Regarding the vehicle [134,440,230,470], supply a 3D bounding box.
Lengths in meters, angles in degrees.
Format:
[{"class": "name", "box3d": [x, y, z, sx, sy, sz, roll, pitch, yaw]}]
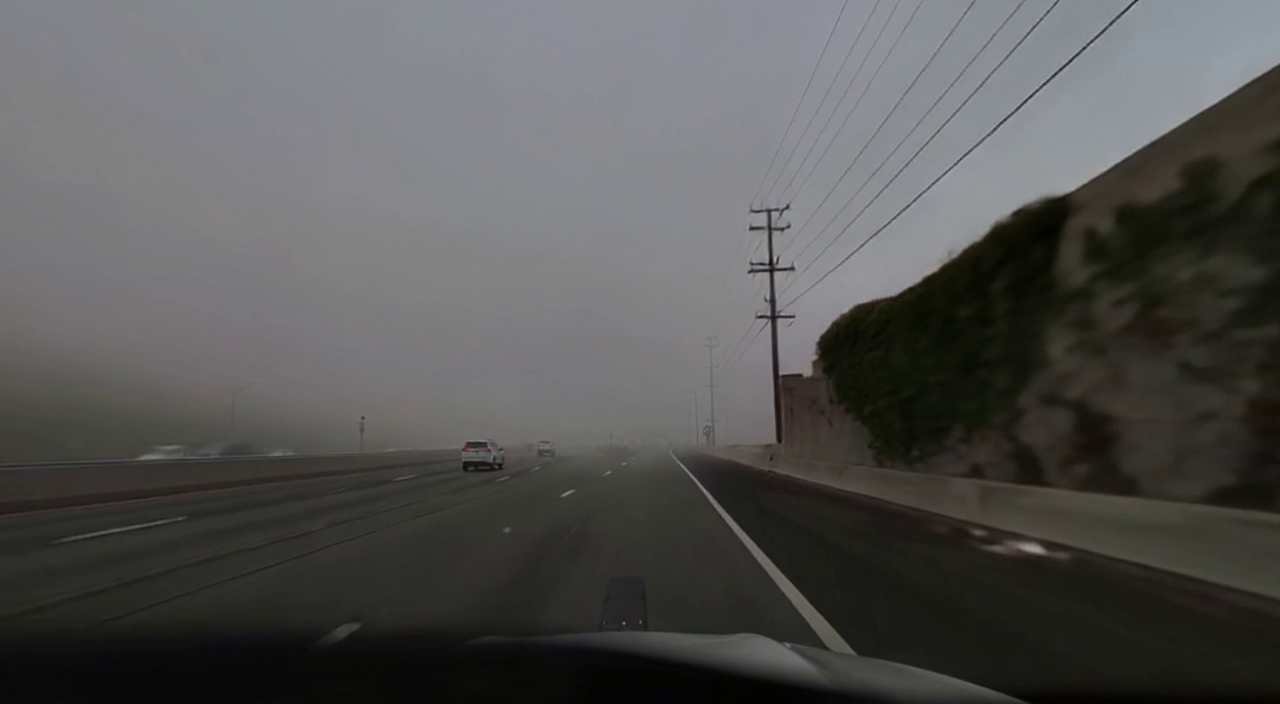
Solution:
[{"class": "vehicle", "box3d": [-32.324, 7.265, 44.823, 2.345, 1.917, 6.283, 0, -8, -3]}]

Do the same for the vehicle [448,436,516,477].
[{"class": "vehicle", "box3d": [-6.622, 4.408, 26.879, 2.029, 1.609, 3.935, 0, -8, -2]}]
